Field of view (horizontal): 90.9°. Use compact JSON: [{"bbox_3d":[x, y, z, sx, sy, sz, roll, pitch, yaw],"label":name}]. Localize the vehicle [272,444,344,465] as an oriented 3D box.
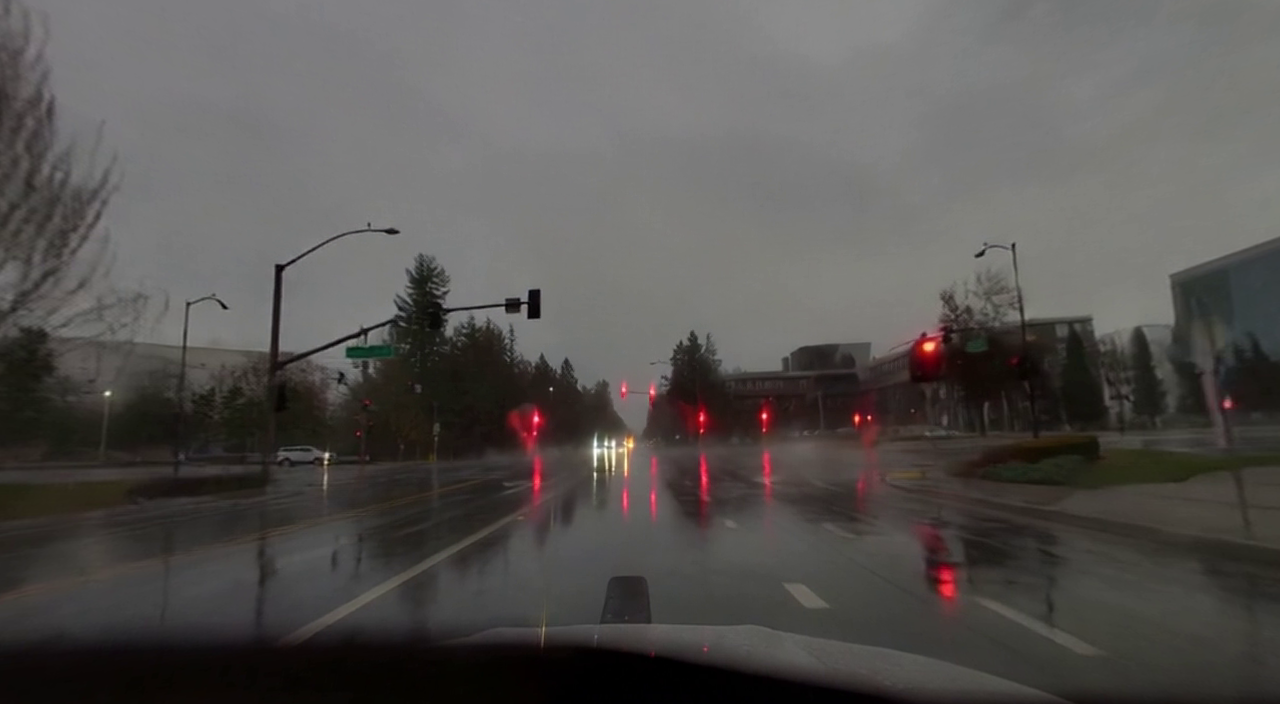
[{"bbox_3d":[-24.997,7.712,47.537,4.332,1.573,1.900,0,-8,3],"label":"vehicle"}]
